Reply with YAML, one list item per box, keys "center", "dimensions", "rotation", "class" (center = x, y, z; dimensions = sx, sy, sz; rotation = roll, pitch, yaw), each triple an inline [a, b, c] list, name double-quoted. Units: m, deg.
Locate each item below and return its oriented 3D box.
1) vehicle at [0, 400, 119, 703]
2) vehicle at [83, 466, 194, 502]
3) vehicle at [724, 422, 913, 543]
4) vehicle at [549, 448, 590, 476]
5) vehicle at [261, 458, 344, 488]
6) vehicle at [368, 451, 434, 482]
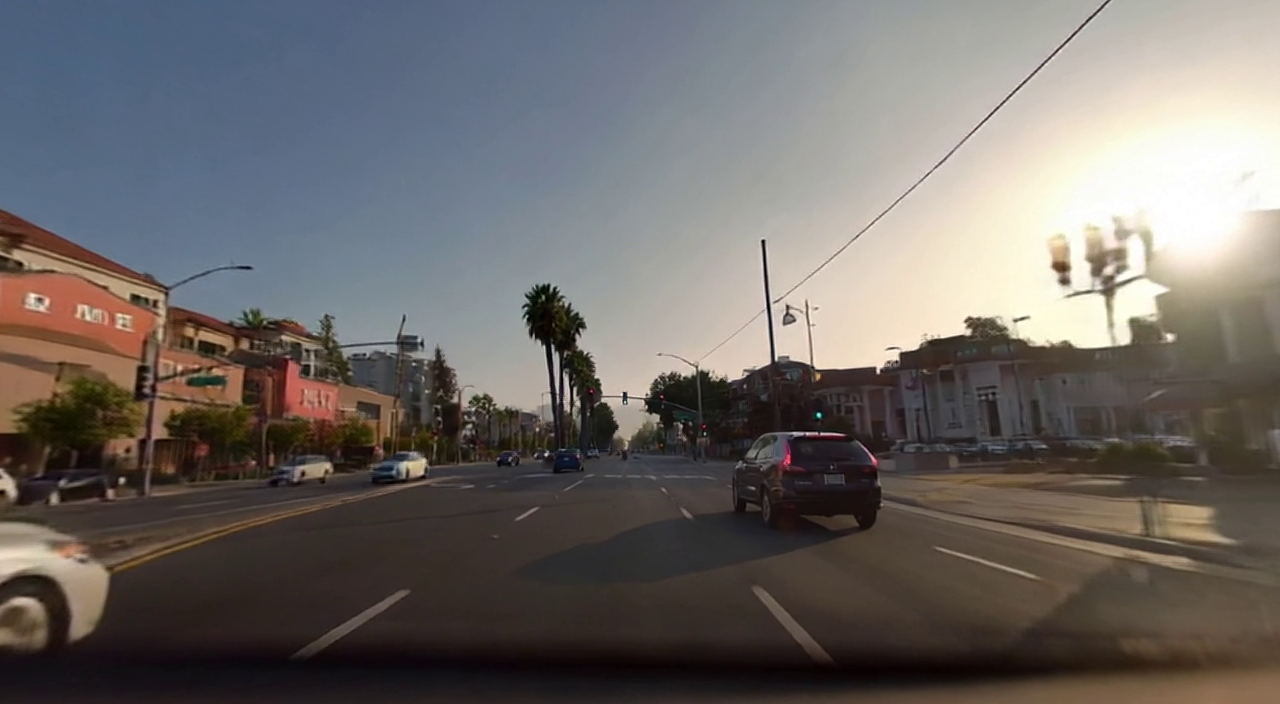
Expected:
- center: [-3.992, 0.816, 1.558]
  dimensions: [2.063, 1.578, 3.915]
  rotation: [0, -9, -1]
  class: "vehicle"
- center: [-23.382, 6.151, 29.660]
  dimensions: [1.752, 1.430, 4.078]
  rotation: [-1, -9, 2]
  class: "vehicle"
- center: [2.857, 2.210, 11.296]
  dimensions: [1.982, 1.711, 4.276]
  rotation: [0, -9, -2]
  class: "vehicle"
- center: [-4.073, 6.380, 36.918]
  dimensions: [2.034, 1.498, 3.995]
  rotation: [0, -9, -2]
  class: "vehicle"
- center: [-18.957, 6.777, 35.778]
  dimensions: [2.056, 1.504, 4.787]
  rotation: [0, -9, 0]
  class: "vehicle"
- center: [-13.027, 6.270, 34.765]
  dimensions: [1.963, 1.545, 4.320]
  rotation: [0, -9, -1]
  class: "vehicle"
